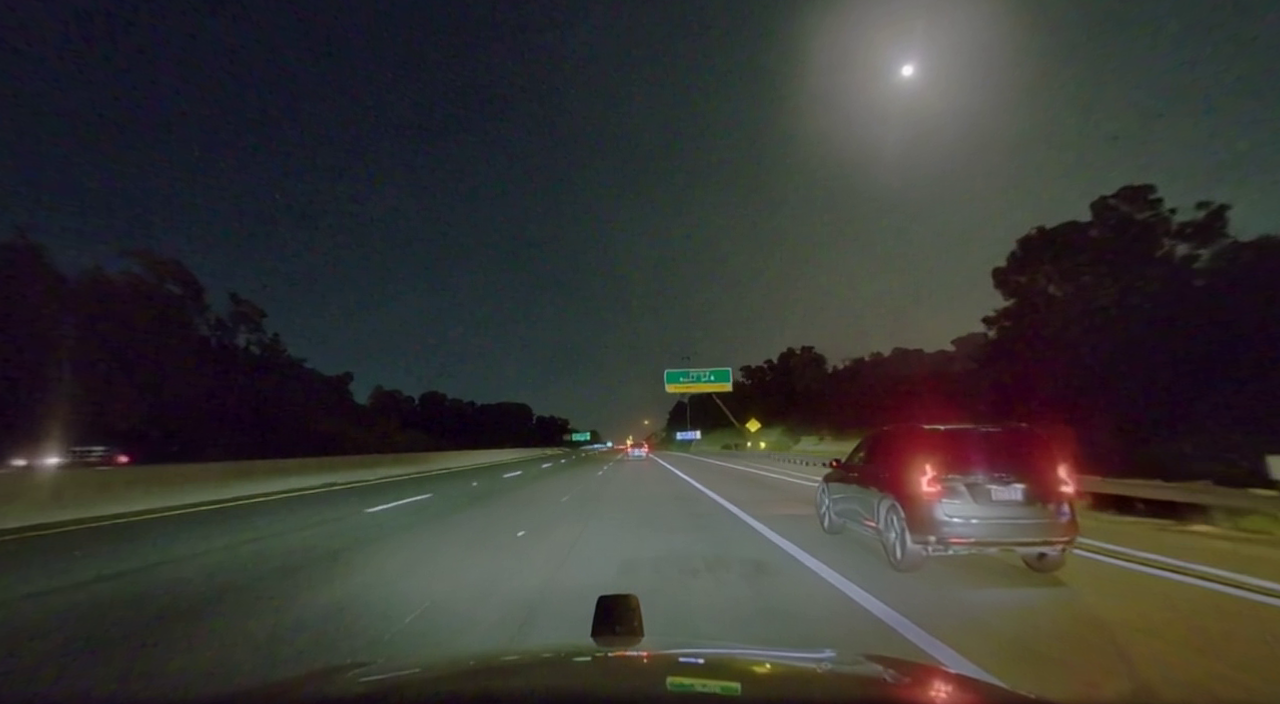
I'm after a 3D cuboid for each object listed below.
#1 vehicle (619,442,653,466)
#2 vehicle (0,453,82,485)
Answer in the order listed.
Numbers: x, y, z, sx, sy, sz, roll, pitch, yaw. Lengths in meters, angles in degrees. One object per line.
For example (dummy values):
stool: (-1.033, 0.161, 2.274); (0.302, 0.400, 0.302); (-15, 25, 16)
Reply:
vehicle: (-0.265, 6.615, 41.031); (2.080, 1.468, 3.884); (0, -8, -1)
vehicle: (-32.437, 6.130, 33.334); (1.771, 1.470, 4.664); (0, -8, -1)
